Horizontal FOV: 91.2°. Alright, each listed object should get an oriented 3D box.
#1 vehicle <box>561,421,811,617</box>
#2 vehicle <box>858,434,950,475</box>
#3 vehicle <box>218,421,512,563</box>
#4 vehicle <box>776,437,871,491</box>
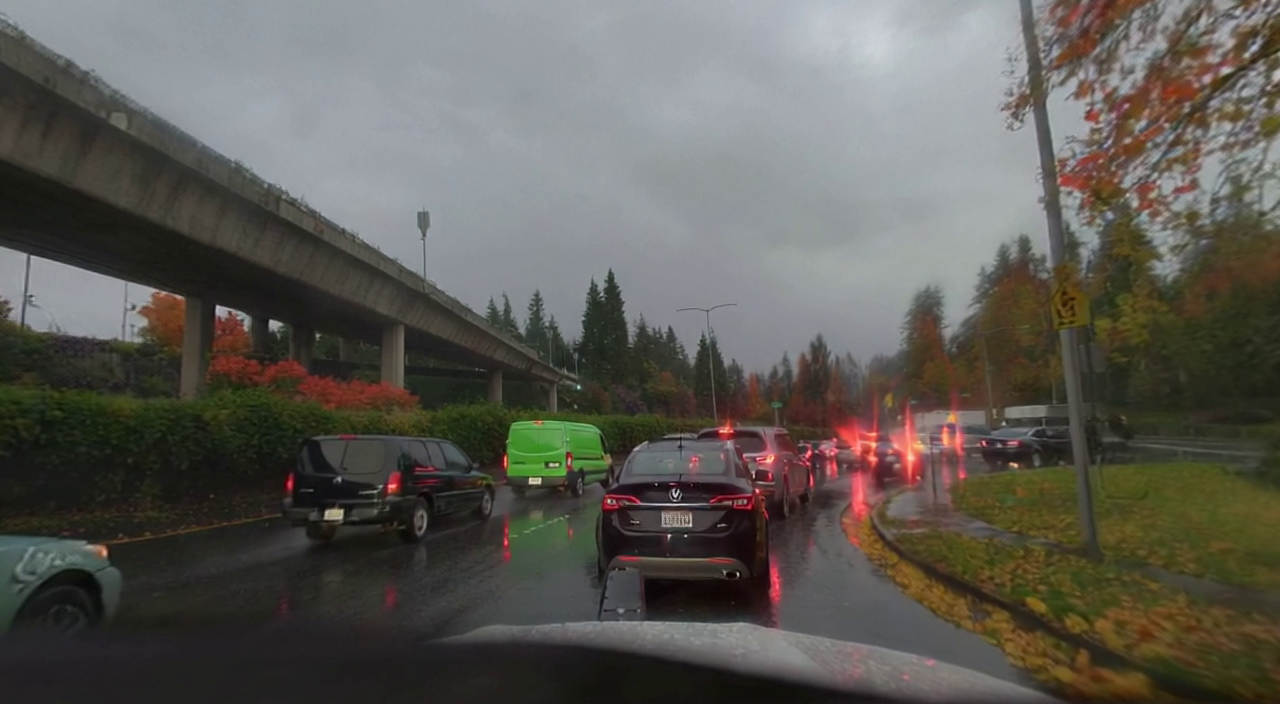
[{"bbox_3d":[0.777,1.630,7.008,2.064,1.515,3.722,-3,-9,14],"label":"vehicle"},{"bbox_3d":[10.563,4.071,24.956,3.934,1.485,1.763,8,-12,-42],"label":"vehicle"},{"bbox_3d":[-3.562,1.891,9.146,1.921,1.554,4.081,-2,-9,10],"label":"vehicle"},{"bbox_3d":[5.642,3.339,18.961,1.780,1.446,3.902,-6,-10,30],"label":"vehicle"}]
